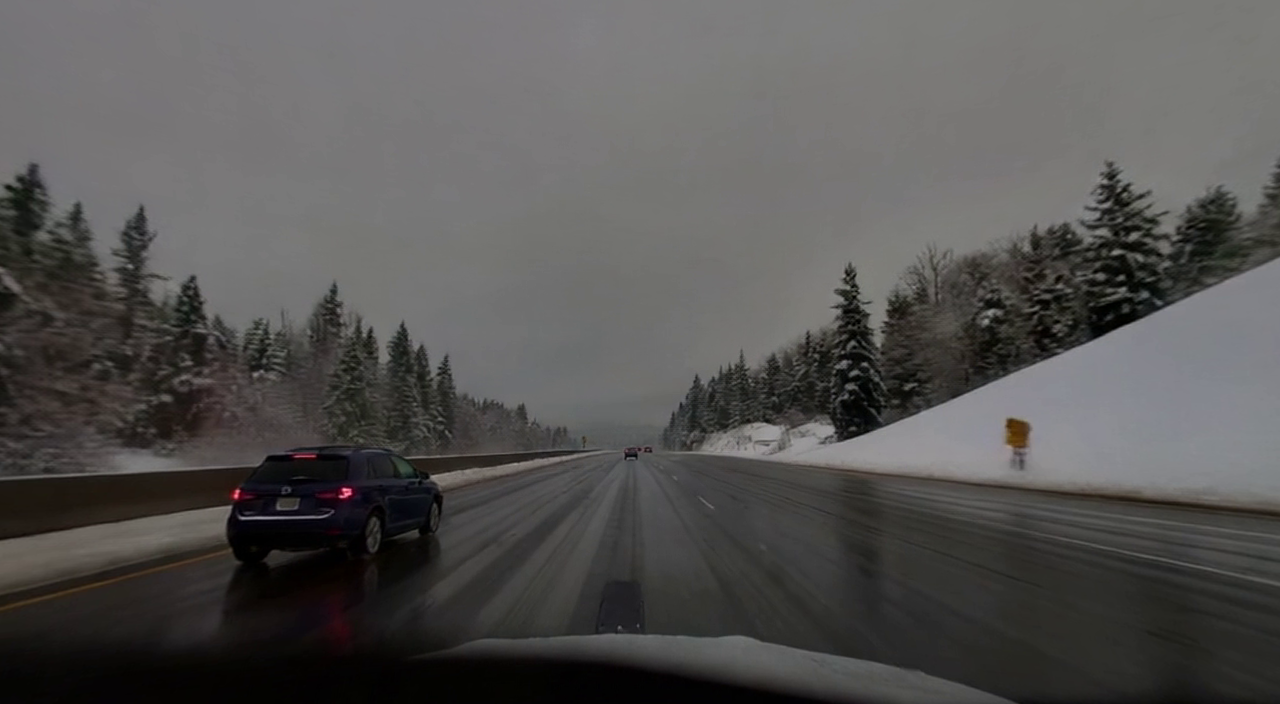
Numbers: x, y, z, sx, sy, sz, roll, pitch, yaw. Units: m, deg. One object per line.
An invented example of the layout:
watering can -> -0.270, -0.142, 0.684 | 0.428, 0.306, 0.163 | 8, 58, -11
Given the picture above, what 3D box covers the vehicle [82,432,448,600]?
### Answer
vehicle -> -4.166, 1.859, 8.109 | 2.050, 1.547, 4.266 | 0, -9, 0
